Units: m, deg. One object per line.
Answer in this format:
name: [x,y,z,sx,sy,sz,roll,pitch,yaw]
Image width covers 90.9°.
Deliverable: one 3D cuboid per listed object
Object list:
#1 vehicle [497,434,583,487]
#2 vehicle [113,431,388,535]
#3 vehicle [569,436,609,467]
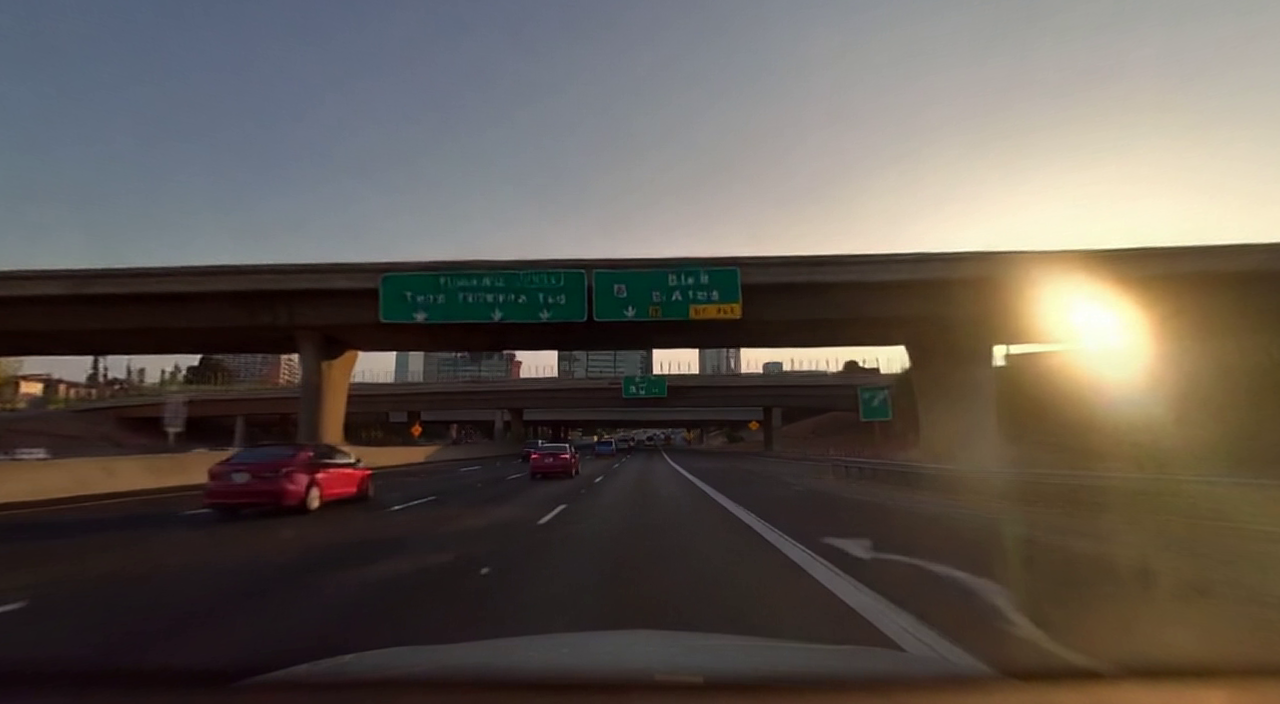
vehicle: [-3.371,3.770,22.259,2.210,1.628,4.586,0,-8,1]
vehicle: [-6.848,2.330,11.952,2.069,1.551,4.830,0,-8,1]
vehicle: [-3.159,6.282,40.058,2.080,1.811,4.644,0,-8,1]
